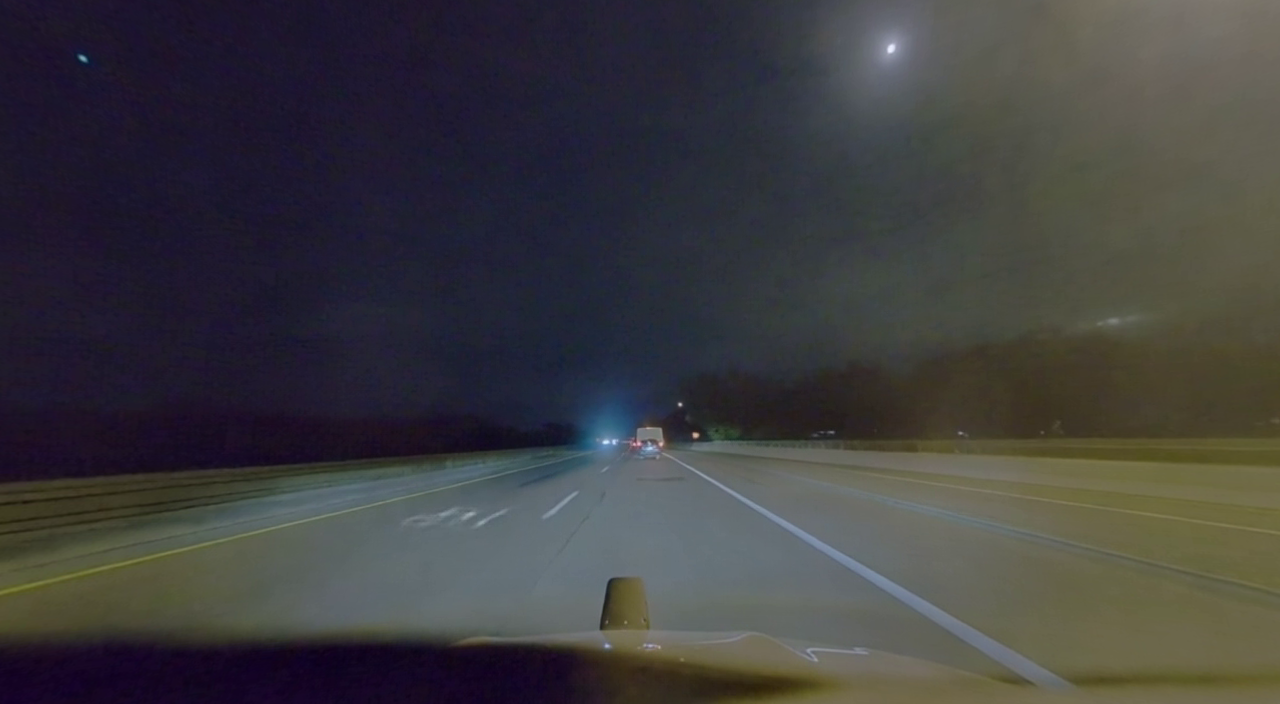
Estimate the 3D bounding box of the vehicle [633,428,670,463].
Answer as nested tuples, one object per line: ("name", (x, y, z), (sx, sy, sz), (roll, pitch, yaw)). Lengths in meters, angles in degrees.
("vehicle", (0.743, 5.997, 40.363), (2.277, 2.109, 4.922), (0, -8, 1))
